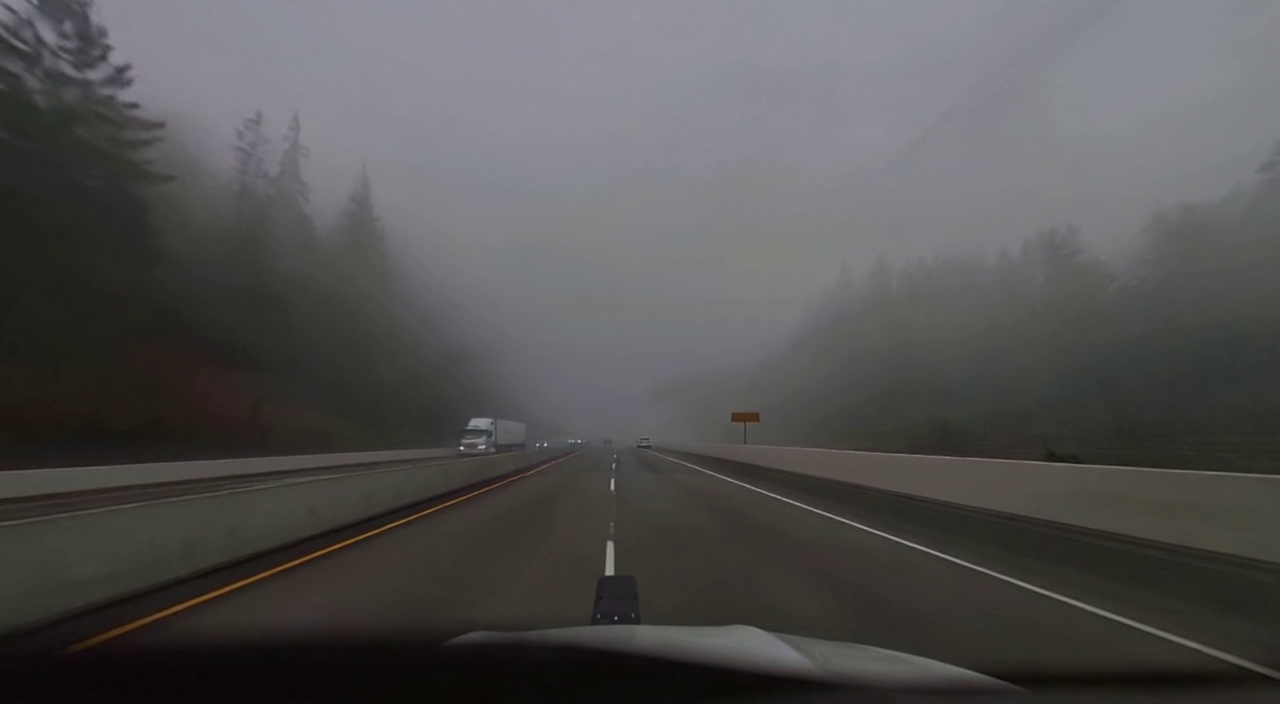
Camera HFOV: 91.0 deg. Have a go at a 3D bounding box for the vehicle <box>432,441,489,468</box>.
[{"bbox_3d":[-10.290,5.896,36.485,2.094,1.476,4.661,0,-8,-2],"label":"vehicle"}]
